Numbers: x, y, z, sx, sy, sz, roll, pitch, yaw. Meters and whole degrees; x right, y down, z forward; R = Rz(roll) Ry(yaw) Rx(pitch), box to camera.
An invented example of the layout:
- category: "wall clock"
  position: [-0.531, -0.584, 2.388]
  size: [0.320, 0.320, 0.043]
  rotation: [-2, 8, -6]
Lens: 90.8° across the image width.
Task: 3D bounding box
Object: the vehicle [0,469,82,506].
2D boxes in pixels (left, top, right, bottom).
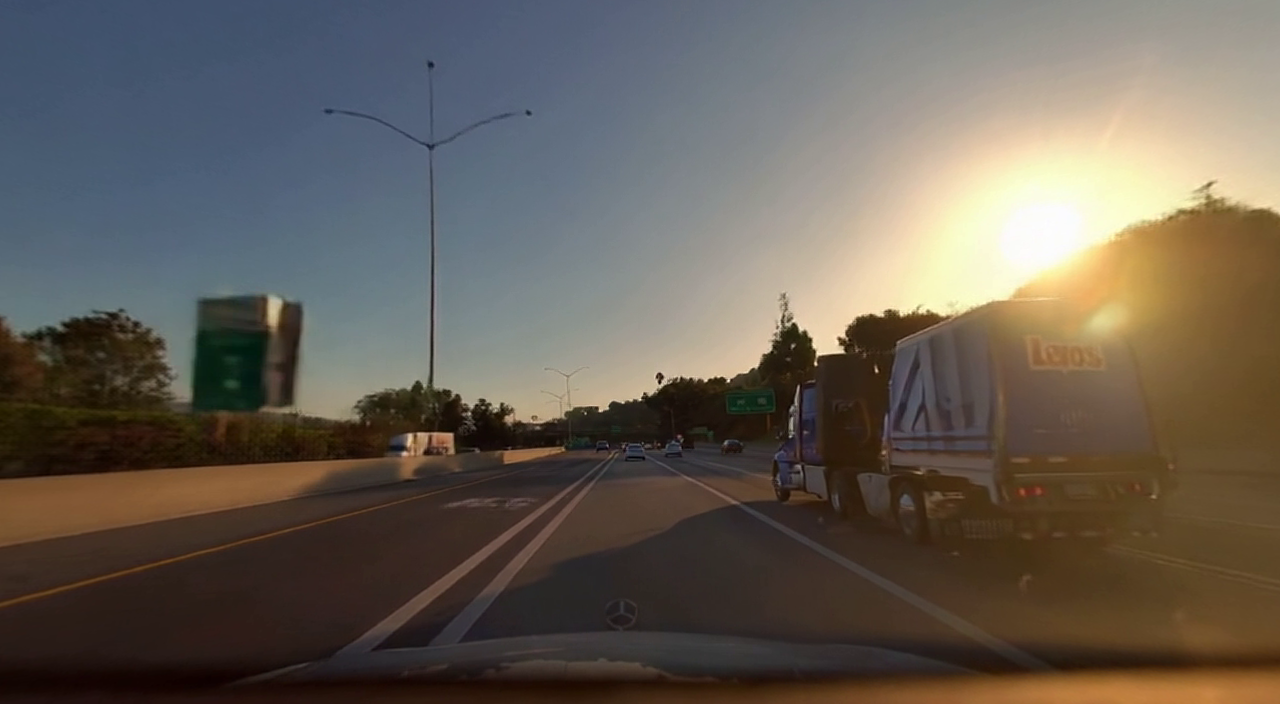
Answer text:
- category: "vehicle"
  position: [-30.373, 6.626, 31.076]
  size: [1.829, 1.517, 4.390]
  rotation: [0, -9, -1]

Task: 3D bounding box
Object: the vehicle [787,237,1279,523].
- category: "vehicle"
  position: [7.685, 1.568, 17.279]
  size: [2.892, 4.128, 16.495]
  rotation: [0, -9, -2]
